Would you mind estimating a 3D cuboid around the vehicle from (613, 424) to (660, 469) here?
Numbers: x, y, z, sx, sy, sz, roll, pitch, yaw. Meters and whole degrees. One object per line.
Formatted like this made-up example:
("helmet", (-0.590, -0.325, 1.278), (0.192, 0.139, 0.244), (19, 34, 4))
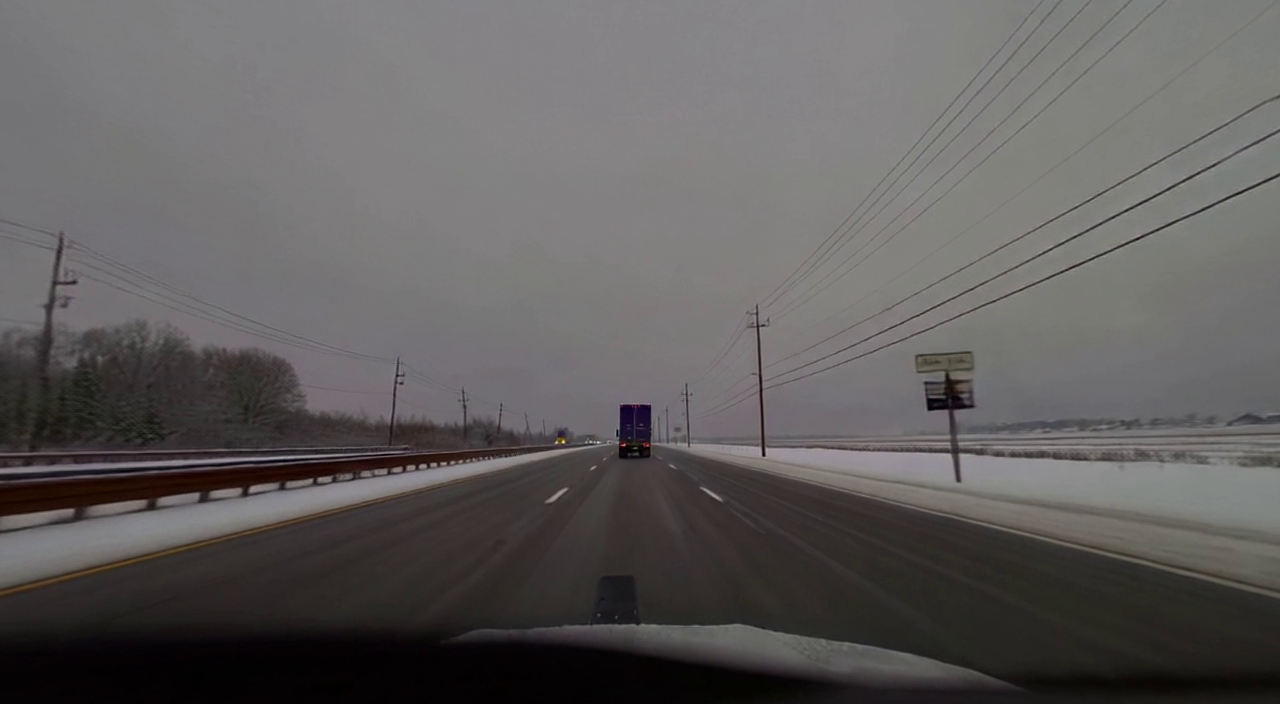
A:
("vehicle", (-0.263, 4.885, 32.753), (2.240, 2.129, 4.480), (0, -8, -2))
